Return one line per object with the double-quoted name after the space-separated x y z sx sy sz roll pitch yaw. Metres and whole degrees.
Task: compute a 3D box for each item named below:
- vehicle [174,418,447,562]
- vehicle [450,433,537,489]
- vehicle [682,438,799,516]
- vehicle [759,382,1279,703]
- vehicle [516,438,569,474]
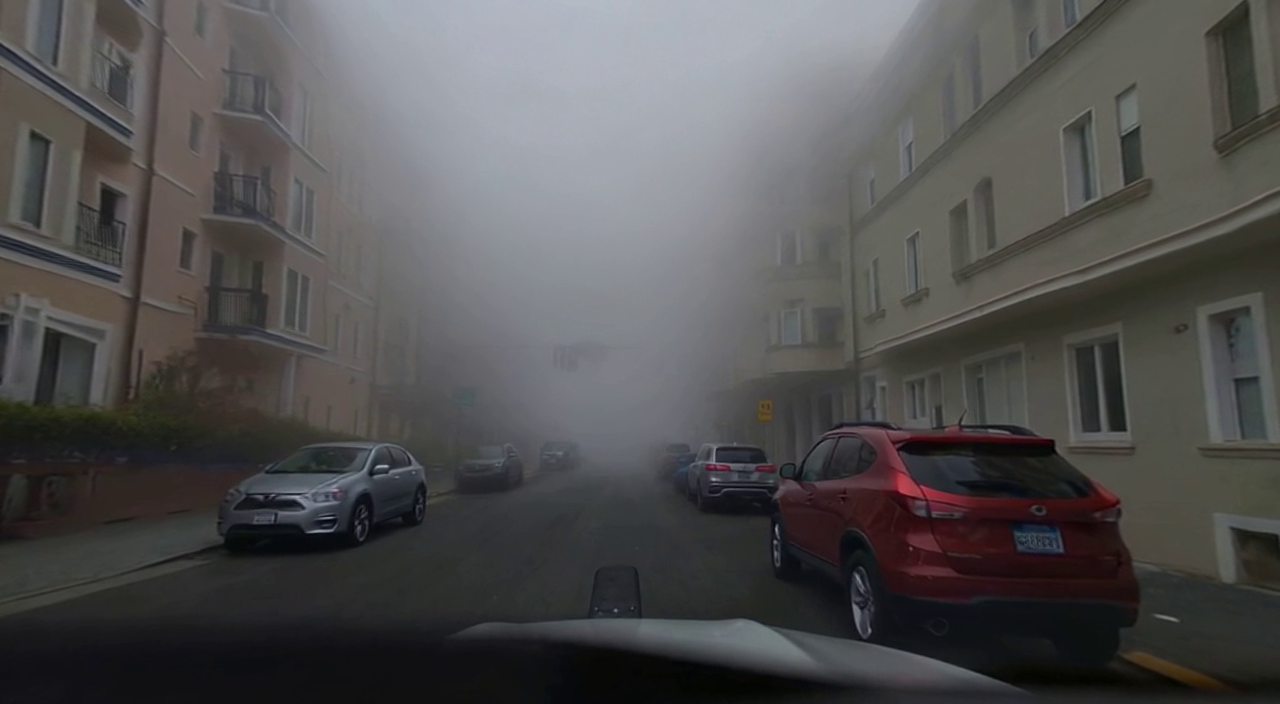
-4.514 1.975 9.608 1.883 1.499 4.426 6 -10 -3 "vehicle"
-4.794 3.640 21.242 1.942 1.521 3.761 5 -9 0 "vehicle"
2.050 2.668 14.144 1.786 1.447 4.314 0 -8 -2 "vehicle"
2.272 1.243 4.886 1.839 1.678 3.918 0 -8 -1 "vehicle"
-4.726 5.102 31.095 1.872 1.484 3.978 5 -9 1 "vehicle"
